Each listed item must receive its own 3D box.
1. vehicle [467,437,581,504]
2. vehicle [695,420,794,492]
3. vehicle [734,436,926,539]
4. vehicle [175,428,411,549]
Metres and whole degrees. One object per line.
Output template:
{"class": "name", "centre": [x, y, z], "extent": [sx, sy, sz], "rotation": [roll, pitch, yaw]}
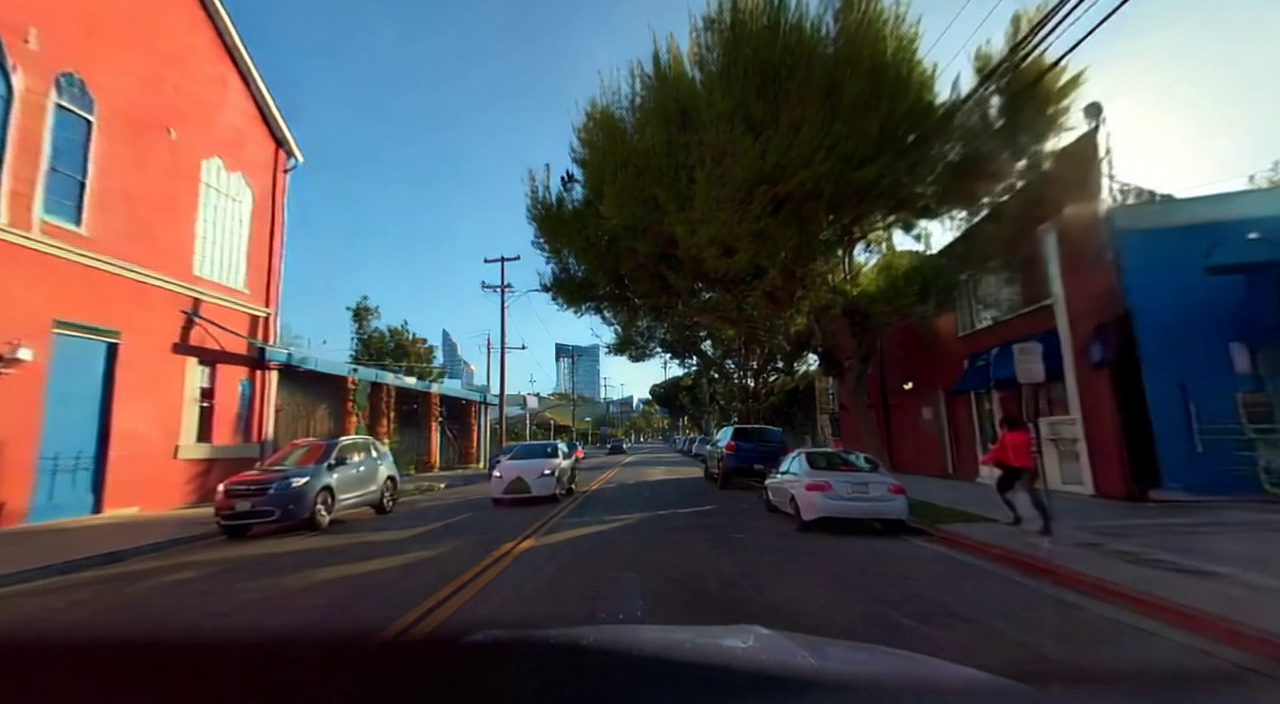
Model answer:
{"class": "vehicle", "centre": [-2.882, 3.080, 16.798], "extent": [2.036, 1.515, 4.437], "rotation": [-1, -9, 2]}
{"class": "vehicle", "centre": [3.148, 3.288, 20.199], "extent": [2.263, 1.996, 4.870], "rotation": [0, -9, 0]}
{"class": "vehicle", "centre": [3.093, 2.318, 11.471], "extent": [1.966, 1.471, 4.552], "rotation": [0, -9, -1]}
{"class": "vehicle", "centre": [-6.351, 2.487, 12.313], "extent": [2.140, 1.746, 4.385], "rotation": [-4, -8, 0]}
